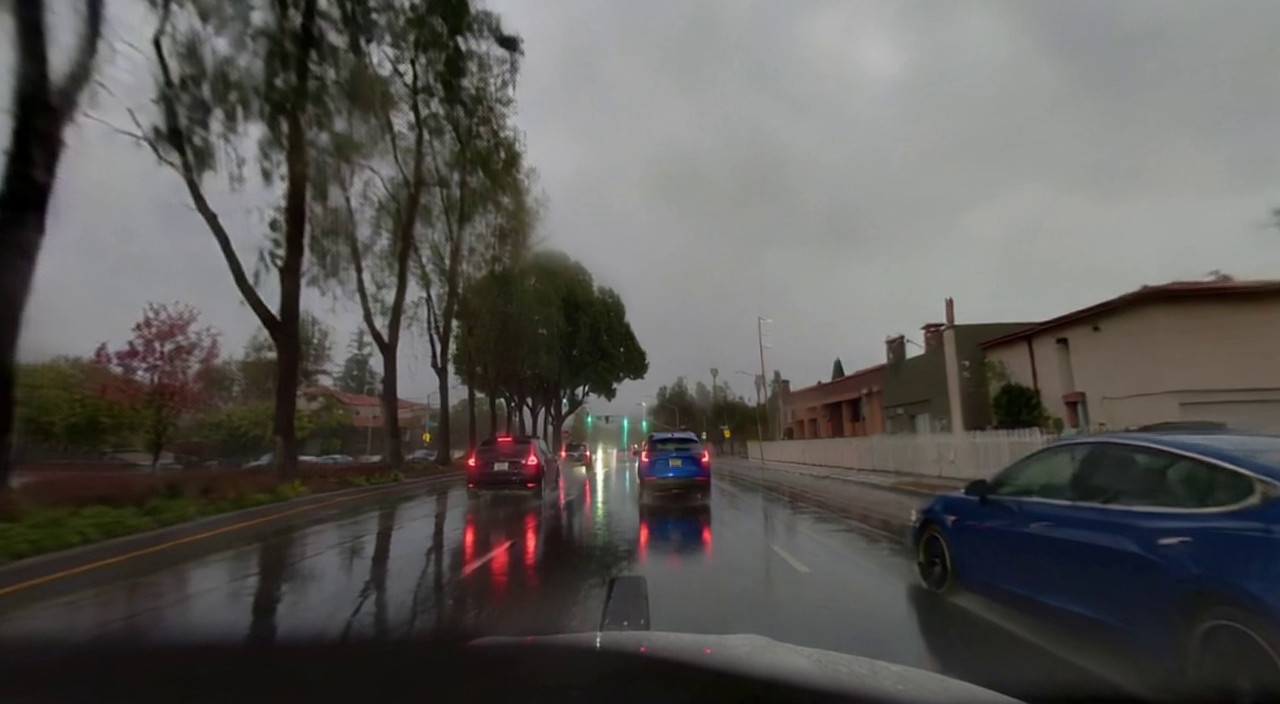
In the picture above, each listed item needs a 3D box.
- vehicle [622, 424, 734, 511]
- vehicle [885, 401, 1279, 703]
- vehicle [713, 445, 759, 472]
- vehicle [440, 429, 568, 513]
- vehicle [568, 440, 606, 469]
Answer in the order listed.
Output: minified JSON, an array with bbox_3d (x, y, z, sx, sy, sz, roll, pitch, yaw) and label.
[{"bbox_3d":[0.712,2.700,15.121,2.280,1.747,4.361,0,-9,-2],"label":"vehicle"},{"bbox_3d":[3.509,1.174,3.966,2.017,1.491,4.611,0,-9,-1],"label":"vehicle"},{"bbox_3d":[5.557,6.219,37.035,2.010,1.486,4.498,0,-9,1],"label":"vehicle"},{"bbox_3d":[-3.026,2.772,15.186,2.043,1.687,4.676,0,-9,0],"label":"vehicle"},{"bbox_3d":[-3.340,6.548,40.396,2.014,1.755,4.360,0,-9,0],"label":"vehicle"}]
